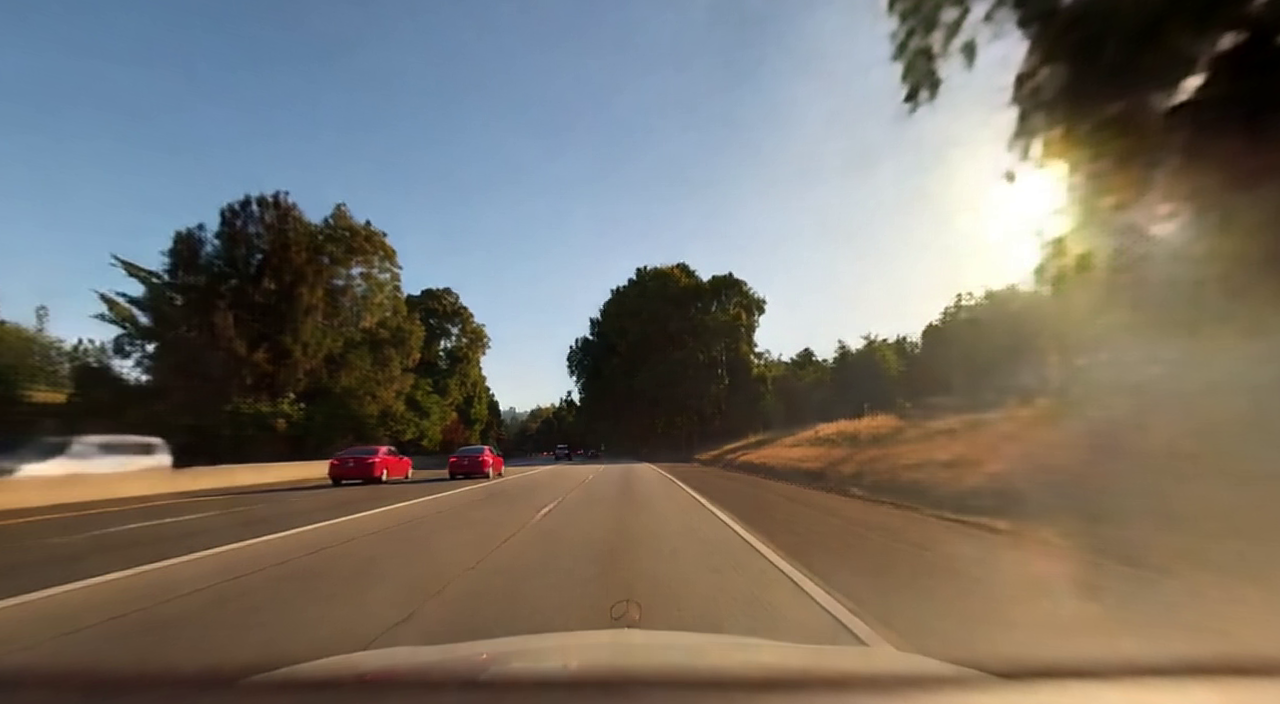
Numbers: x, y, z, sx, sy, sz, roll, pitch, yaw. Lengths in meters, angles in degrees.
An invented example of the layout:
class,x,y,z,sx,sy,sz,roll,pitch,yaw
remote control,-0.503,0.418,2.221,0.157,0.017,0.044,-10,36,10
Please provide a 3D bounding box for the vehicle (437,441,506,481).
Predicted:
class,x,y,z,sx,sy,sz,roll,pitch,yaw
vehicle,-7.702,5.000,29.198,2.060,1.680,4.255,0,-9,-1

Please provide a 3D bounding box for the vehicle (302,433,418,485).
class,x,y,z,sx,sy,sz,roll,pitch,yaw
vehicle,-11.716,4.520,26.936,2.425,1.926,5.584,0,-9,0
